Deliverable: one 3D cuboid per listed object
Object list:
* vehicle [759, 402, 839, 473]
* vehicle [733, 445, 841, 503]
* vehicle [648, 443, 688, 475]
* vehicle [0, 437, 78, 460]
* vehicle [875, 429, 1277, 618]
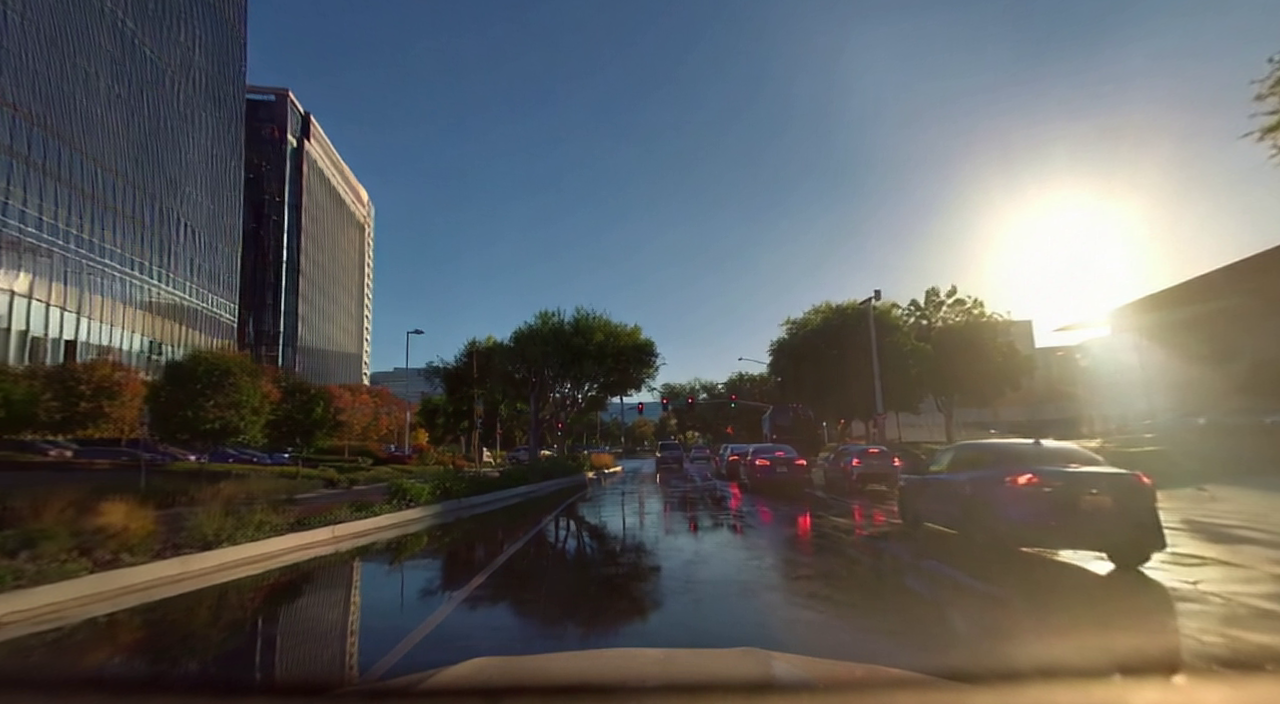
[{"bbox_3d":[9.448,5.441,39.264,3.128,3.616,13.736,-1,-9,7],"label":"vehicle"},{"bbox_3d":[4.273,3.607,19.054,2.183,1.553,3.923,0,-9,-2],"label":"vehicle"},{"bbox_3d":[1.687,6.158,36.454,2.121,1.728,4.161,-1,-9,5],"label":"vehicle"},{"bbox_3d":[-45.090,7.165,46.789,4.600,1.700,1.957,1,-9,-4],"label":"vehicle"},{"bbox_3d":[4.749,1.876,8.084,2.089,1.609,4.922,-1,-9,7],"label":"vehicle"}]
